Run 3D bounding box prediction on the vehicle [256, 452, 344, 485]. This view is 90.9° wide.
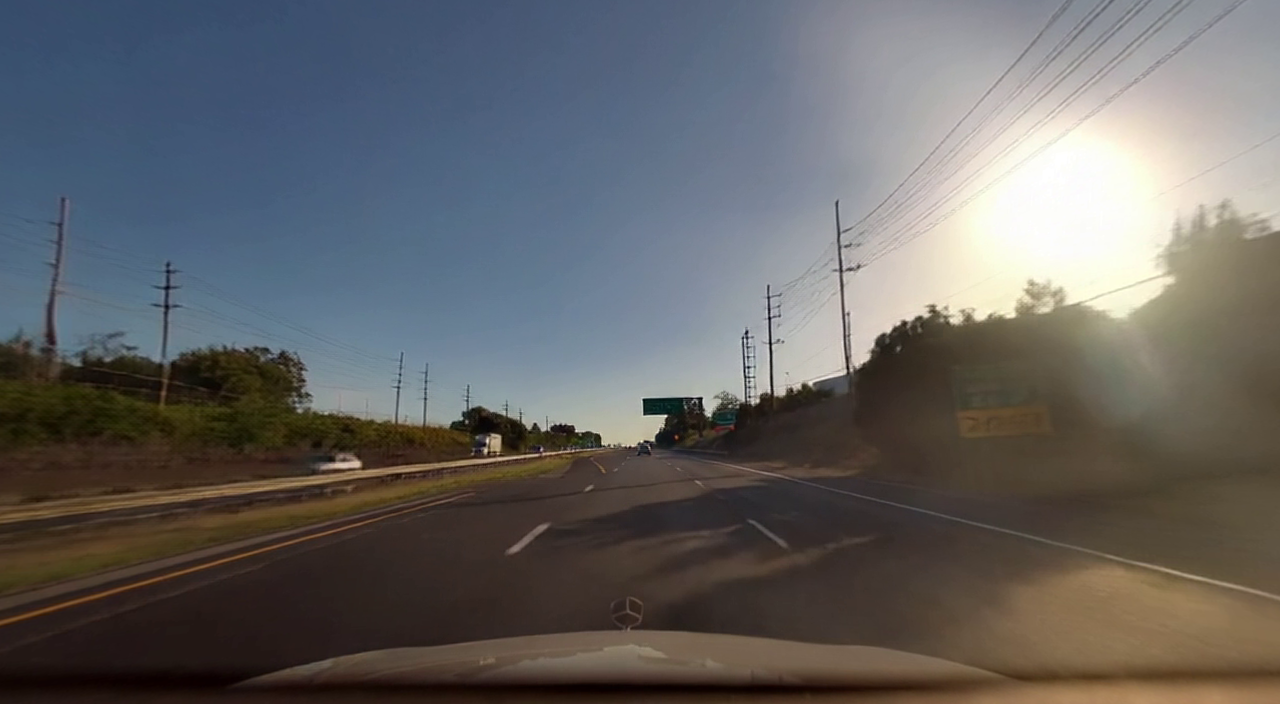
[{"bbox_3d":[-17.045,5.847,31.879,1.897,1.456,4.513,0,-8,1],"label":"vehicle"}]
